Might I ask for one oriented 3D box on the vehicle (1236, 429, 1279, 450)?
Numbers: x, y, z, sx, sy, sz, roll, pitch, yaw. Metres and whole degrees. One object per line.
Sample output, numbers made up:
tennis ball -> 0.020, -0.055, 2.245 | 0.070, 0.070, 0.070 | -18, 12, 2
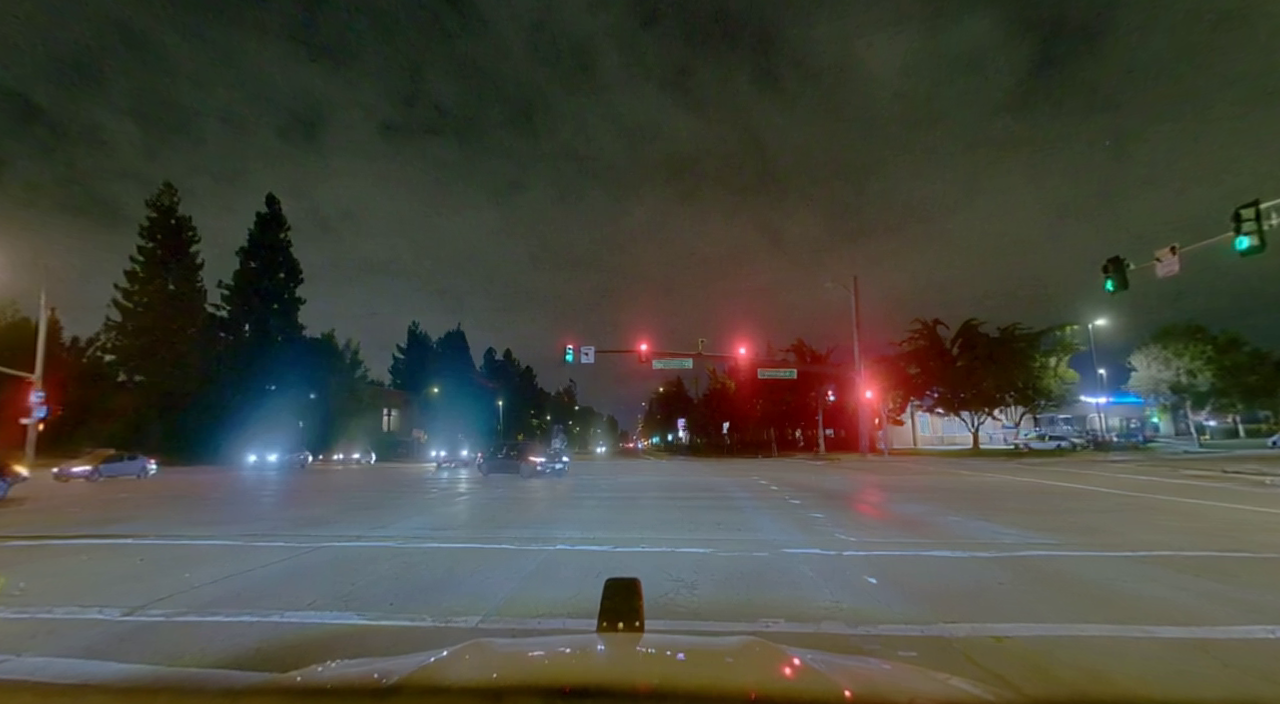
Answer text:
vehicle -> 45.683, 6.271, 45.243 | 1.786, 1.412, 4.330 | 0, -9, 0

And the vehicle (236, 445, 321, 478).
vehicle -> -19.578, 5.928, 34.499 | 1.924, 1.656, 4.593 | 0, -9, 0

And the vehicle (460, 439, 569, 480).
vehicle -> -5.130, 4.312, 25.562 | 2.135, 1.467, 4.532 | 8, -12, -44

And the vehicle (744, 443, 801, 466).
vehicle -> 8.822, 6.834, 42.398 | 2.133, 1.437, 4.420 | 2, -9, -11

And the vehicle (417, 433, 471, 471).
vehicle -> -10.716, 5.418, 34.293 | 2.017, 1.877, 4.767 | 4, -10, -25

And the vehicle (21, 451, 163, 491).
vehicle -> -22.974, 4.969, 26.793 | 1.827, 1.461, 4.673 | 0, -9, 0

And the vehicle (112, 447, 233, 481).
vehicle -> -27.242, 6.528, 37.115 | 2.901, 1.827, 5.034 | -1, -9, 6
